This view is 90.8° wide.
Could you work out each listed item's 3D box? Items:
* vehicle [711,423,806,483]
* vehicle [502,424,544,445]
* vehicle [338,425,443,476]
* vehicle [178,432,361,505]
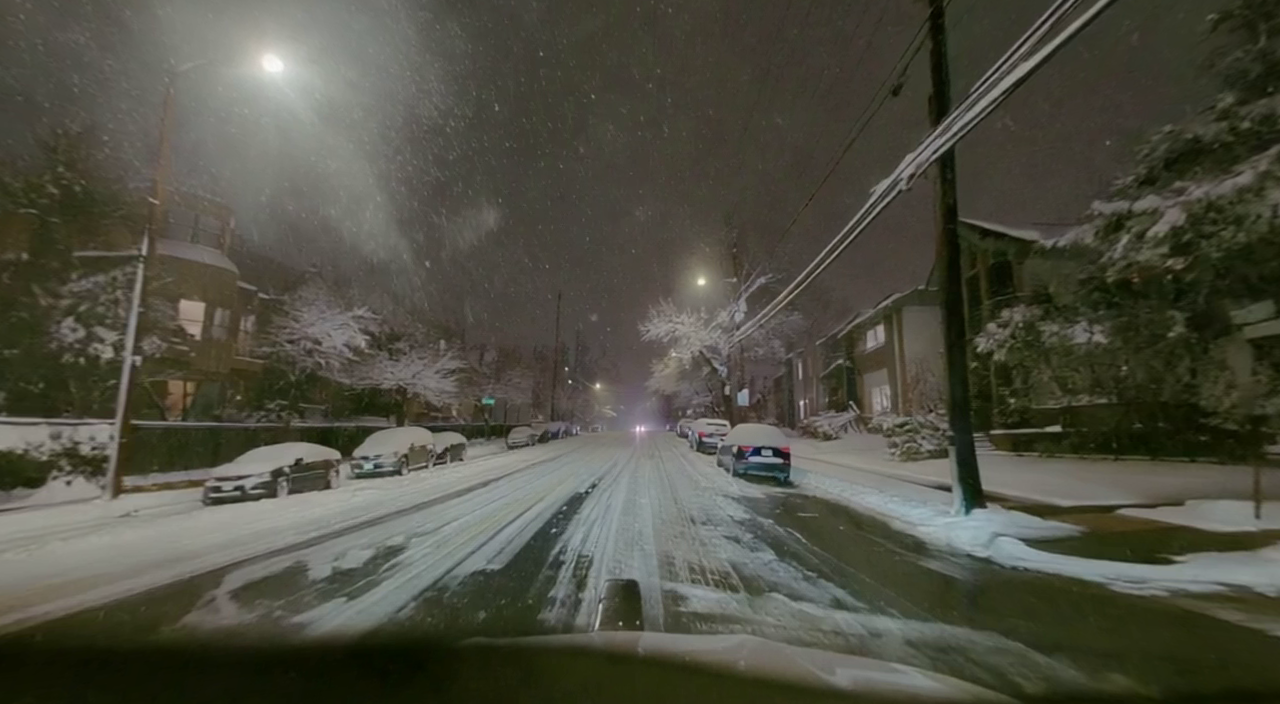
[{"bbox_3d":[3.717,3.203,20.719,2.089,1.638,4.628,0,-5,-2],"label":"vehicle"},{"bbox_3d":[-8.704,6.243,47.363,2.208,1.508,4.590,0,-8,1],"label":"vehicle"},{"bbox_3d":[-9.339,3.714,24.102,2.061,1.748,4.316,-1,-8,3],"label":"vehicle"},{"bbox_3d":[-9.514,3.009,16.778,1.926,1.652,4.527,-1,-8,3],"label":"vehicle"}]
